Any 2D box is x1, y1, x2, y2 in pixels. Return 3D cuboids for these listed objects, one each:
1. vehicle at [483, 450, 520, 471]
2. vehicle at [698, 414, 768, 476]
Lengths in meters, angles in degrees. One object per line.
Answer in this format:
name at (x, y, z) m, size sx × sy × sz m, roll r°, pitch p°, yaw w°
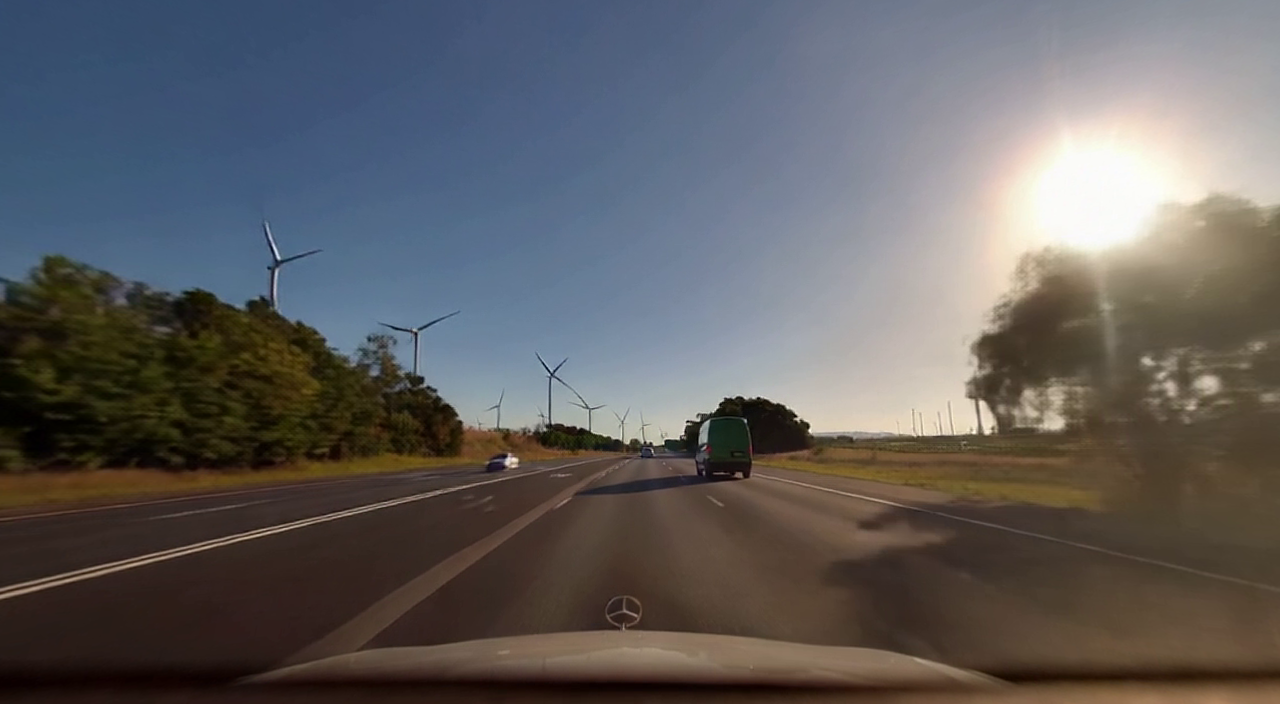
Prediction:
vehicle at (-10.240, 8.032, 46.843) m, size 1.914 × 1.446 × 3.942 m, roll 0°, pitch -9°, yaw -1°
vehicle at (4.359, 4.545, 30.718) m, size 2.437 × 2.735 × 5.507 m, roll 0°, pitch -9°, yaw -1°
